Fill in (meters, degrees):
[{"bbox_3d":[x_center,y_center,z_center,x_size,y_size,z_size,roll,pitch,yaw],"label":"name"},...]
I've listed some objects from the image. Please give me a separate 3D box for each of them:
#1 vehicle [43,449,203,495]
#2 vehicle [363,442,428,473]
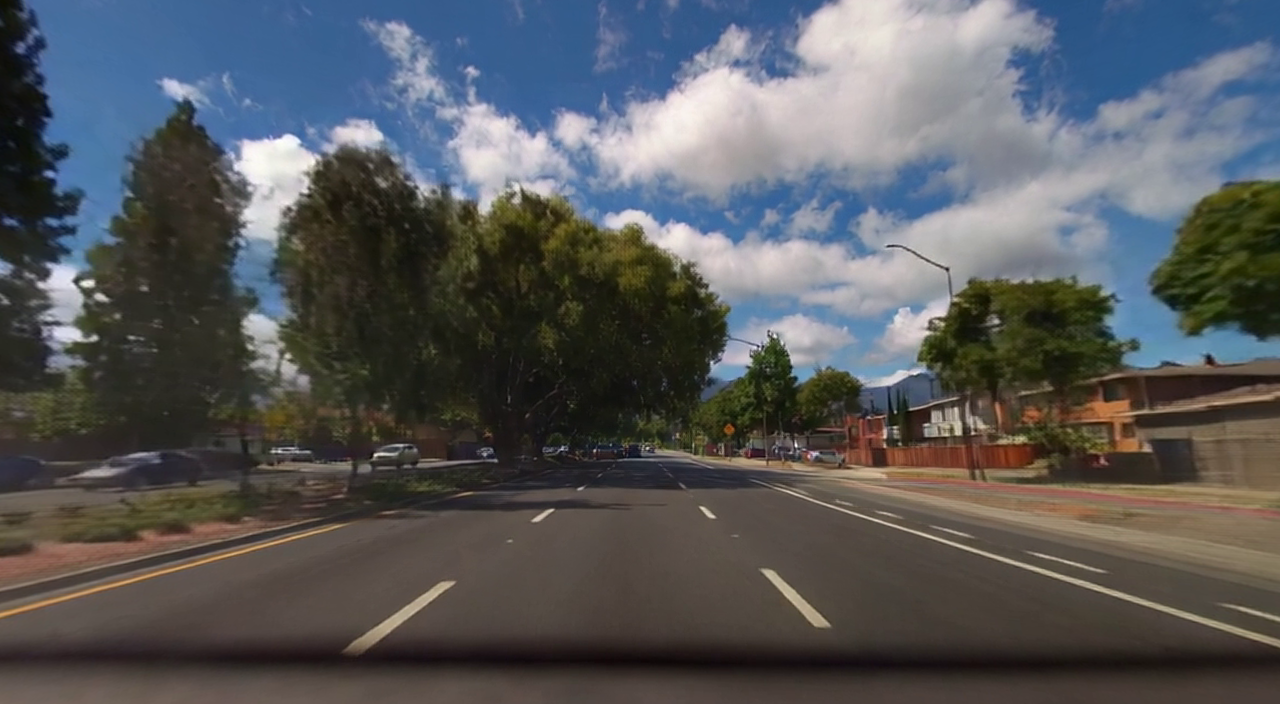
[{"bbox_3d":[-18.815,4.339,23.358,1.892,1.474,4.723,0,-8,1],"label":"vehicle"},{"bbox_3d":[-15.131,6.528,39.375,1.999,1.773,4.851,0,-8,1],"label":"vehicle"}]
